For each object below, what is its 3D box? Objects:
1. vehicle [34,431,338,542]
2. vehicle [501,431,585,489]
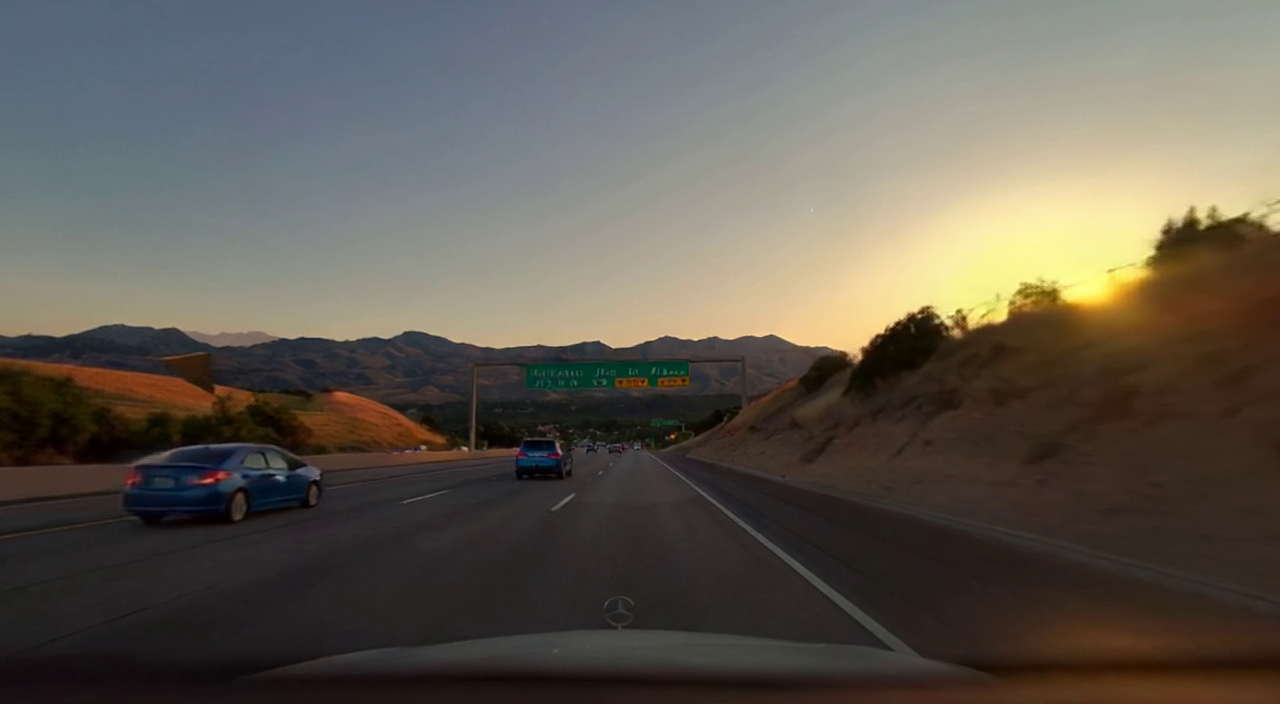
[{"bbox_3d":[-7.352,2.194,11.021,1.930,1.508,4.567,0,-8,0],"label":"vehicle"},{"bbox_3d":[-3.153,3.623,21.511,2.029,1.753,4.718,0,-8,1],"label":"vehicle"}]
